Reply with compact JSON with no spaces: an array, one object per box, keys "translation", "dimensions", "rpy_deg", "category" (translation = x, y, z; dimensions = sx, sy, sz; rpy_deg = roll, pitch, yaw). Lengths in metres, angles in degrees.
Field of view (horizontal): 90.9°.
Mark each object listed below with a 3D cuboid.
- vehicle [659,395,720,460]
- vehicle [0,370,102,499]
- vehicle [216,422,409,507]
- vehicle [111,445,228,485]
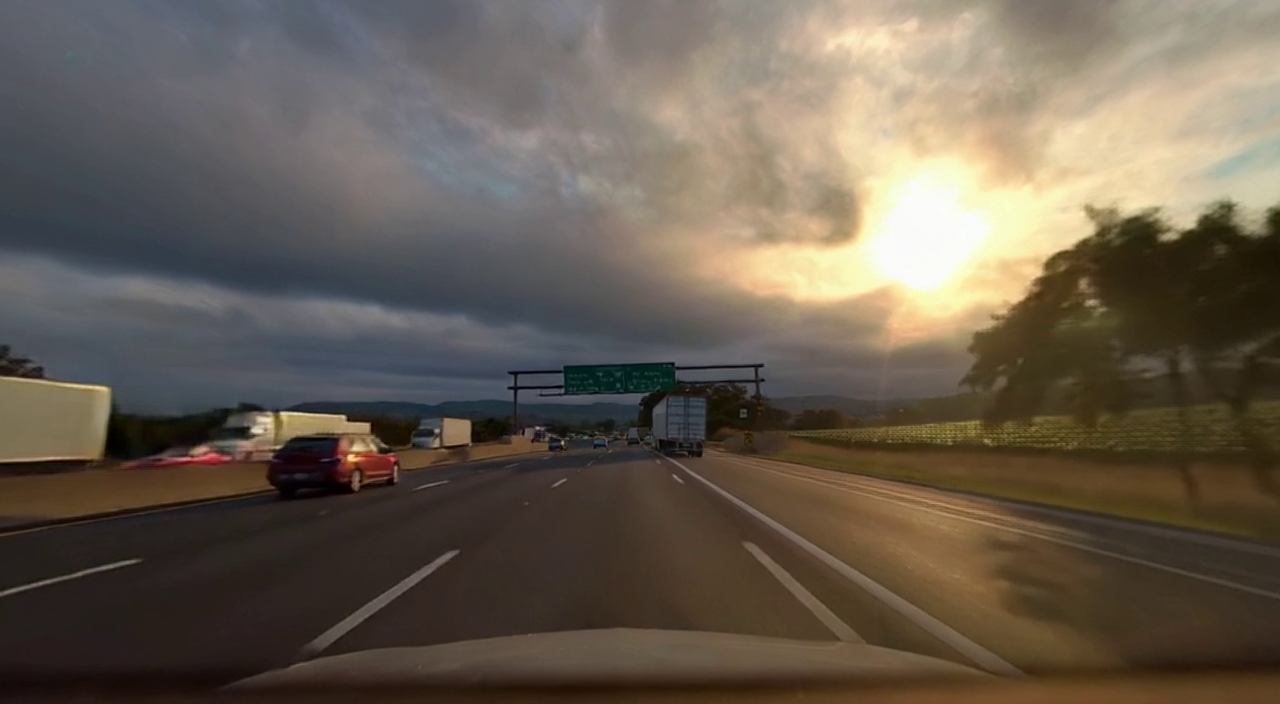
[{"translation":[2.980,5.102,42.086],"dimensions":[2.760,3.710,12.230],"rpy_deg":[0,-7,-2],"category":"vehicle"},{"translation":[-22.814,2.172,16.640],"dimensions":[2.966,4.248,16.476],"rpy_deg":[0,-8,-1],"category":"vehicle"},{"translation":[-7.295,2.521,14.737],"dimensions":[2.076,1.636,4.597],"rpy_deg":[0,-8,0],"category":"vehicle"},{"translation":[-19.041,4.565,25.734],"dimensions":[1.711,1.434,3.997],"rpy_deg":[0,-8,-1],"category":"vehicle"}]
